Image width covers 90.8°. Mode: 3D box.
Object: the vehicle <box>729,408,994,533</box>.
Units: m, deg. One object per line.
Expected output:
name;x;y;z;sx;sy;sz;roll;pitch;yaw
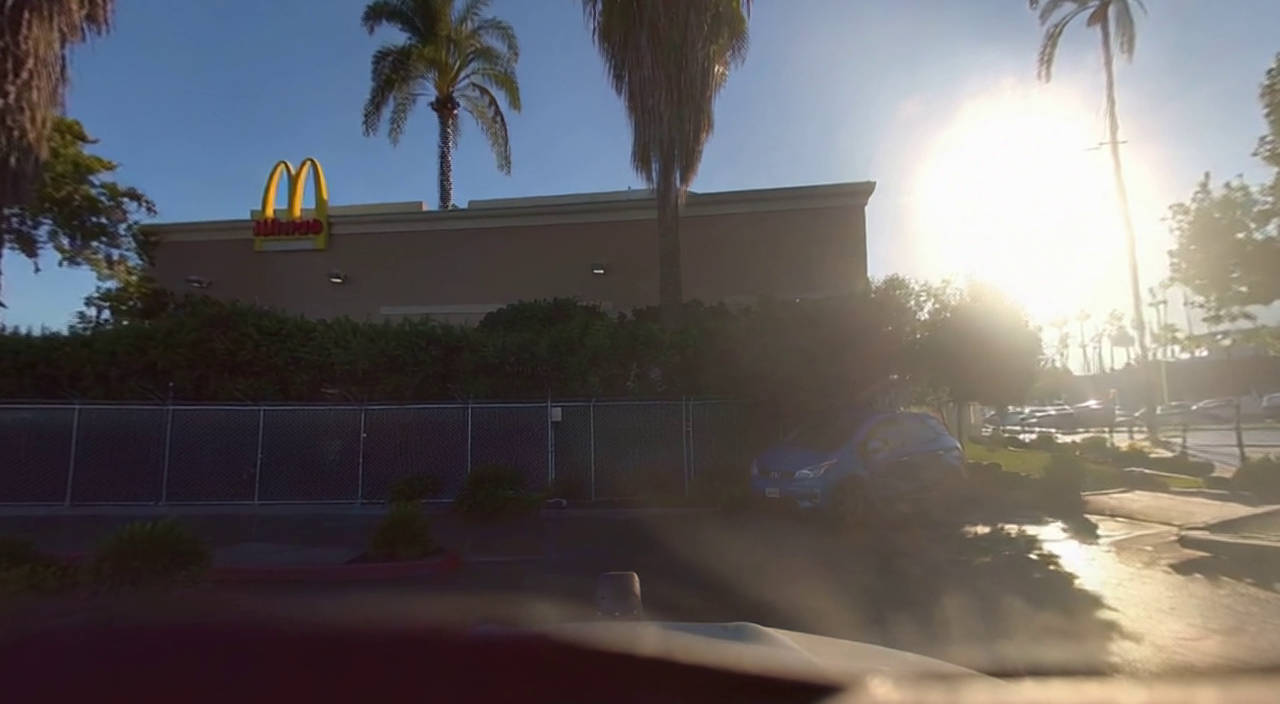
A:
vehicle;3.952;1.948;11.197;4.365;1.791;2.073;4;-7;-31
